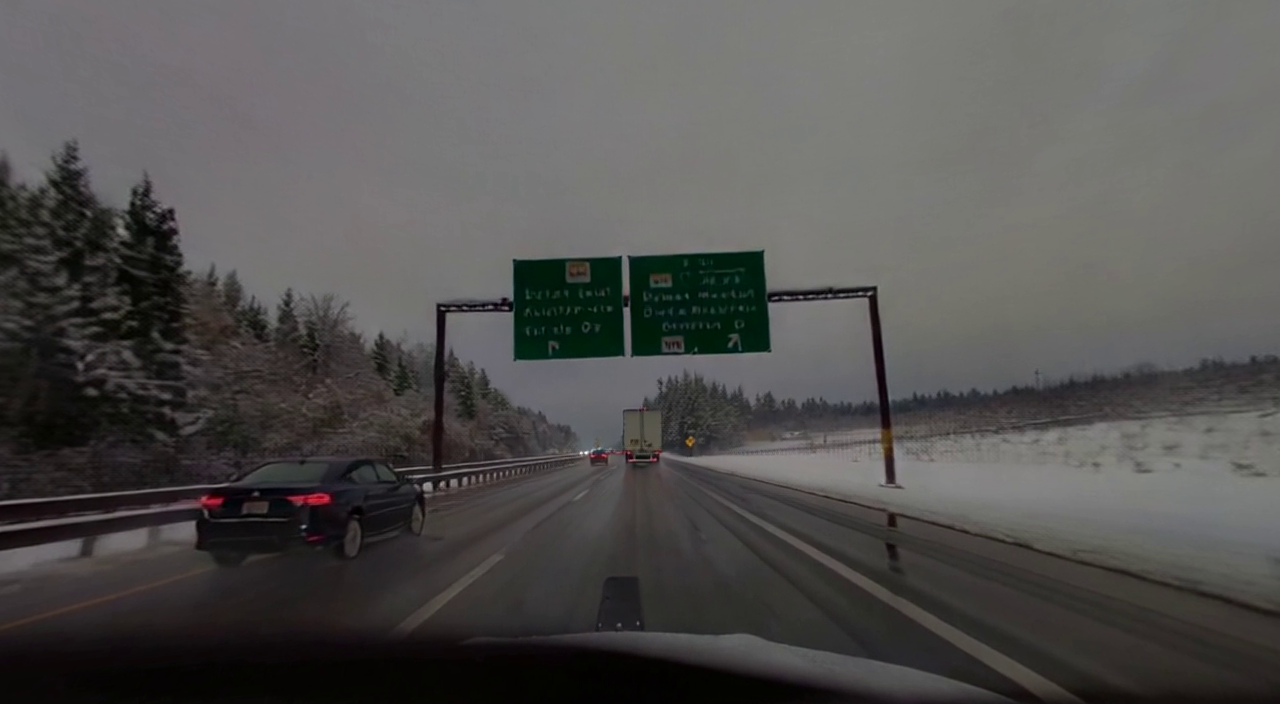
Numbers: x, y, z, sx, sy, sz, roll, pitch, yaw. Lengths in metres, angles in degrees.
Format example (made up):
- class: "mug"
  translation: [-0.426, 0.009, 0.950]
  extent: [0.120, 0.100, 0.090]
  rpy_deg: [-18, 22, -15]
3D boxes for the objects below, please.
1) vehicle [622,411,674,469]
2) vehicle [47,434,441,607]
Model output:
- class: "vehicle"
  translation: [0.356, 7.067, 49.542]
  extent: [3.341, 3.725, 18.015]
  rpy_deg: [0, -9, -1]
- class: "vehicle"
  translation: [-4.085, 1.785, 7.598]
  extent: [1.968, 1.460, 4.227]
  rpy_deg: [0, -9, 0]
